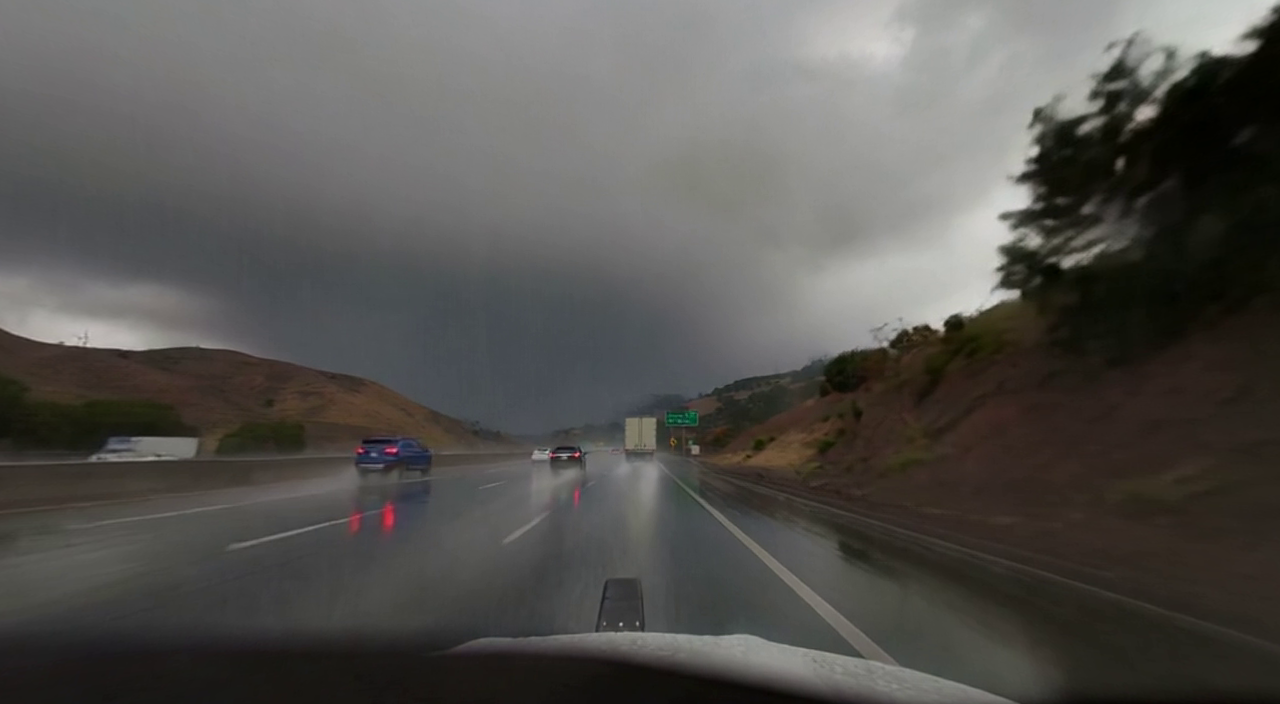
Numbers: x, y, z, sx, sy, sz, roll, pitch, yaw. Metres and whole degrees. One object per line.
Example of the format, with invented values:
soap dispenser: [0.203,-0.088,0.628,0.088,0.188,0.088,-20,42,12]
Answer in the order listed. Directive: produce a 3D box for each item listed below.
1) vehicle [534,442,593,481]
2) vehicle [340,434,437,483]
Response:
vehicle: [-3.637,5.280,30.707,2.194,1.725,4.698,0,-9,1]
vehicle: [-10.818,4.618,27.581,2.111,1.906,5.028,0,-9,1]
